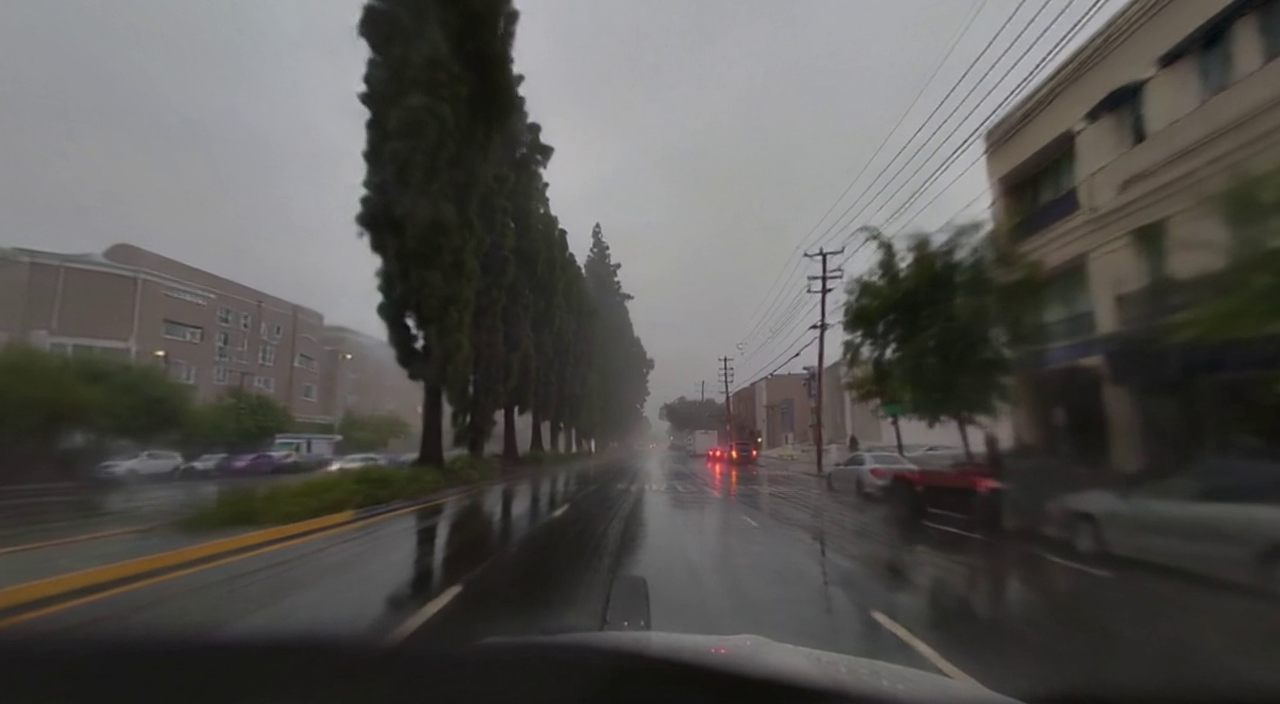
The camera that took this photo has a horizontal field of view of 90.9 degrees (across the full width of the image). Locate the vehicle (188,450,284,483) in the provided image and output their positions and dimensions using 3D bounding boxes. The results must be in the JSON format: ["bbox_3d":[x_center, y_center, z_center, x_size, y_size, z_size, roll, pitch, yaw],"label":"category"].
[{"bbox_3d":[-22.088,6.261,34.780,2.004,1.586,4.962,0,-8,0],"label":"vehicle"}]

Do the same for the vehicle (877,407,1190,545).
[{"bbox_3d":[7.008,2.294,12.507,2.197,2.019,6.225,0,-8,0],"label":"vehicle"}]

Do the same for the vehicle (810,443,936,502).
[{"bbox_3d":[6.935,3.609,19.393,2.109,1.567,4.626,0,-8,0],"label":"vehicle"}]

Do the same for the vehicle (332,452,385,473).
[{"bbox_3d":[-22.004,8.676,49.544,1.877,1.473,4.892,0,-8,0],"label":"vehicle"}]

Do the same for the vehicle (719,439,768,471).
[{"bbox_3d":[7.299,7.340,45.200,2.563,2.090,6.077,0,-8,0],"label":"vehicle"}]

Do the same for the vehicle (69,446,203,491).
[{"bbox_3d":[-22.395,5.132,28.309,2.116,1.813,4.674,0,-8,0],"label":"vehicle"}]

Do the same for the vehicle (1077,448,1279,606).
[{"bbox_3d":[6.754,1.665,6.192,1.896,1.399,4.196,0,-8,0],"label":"vehicle"}]

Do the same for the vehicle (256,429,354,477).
[{"bbox_3d":[-22.162,6.708,42.244,2.397,2.865,7.296,0,-8,1],"label":"vehicle"}]
